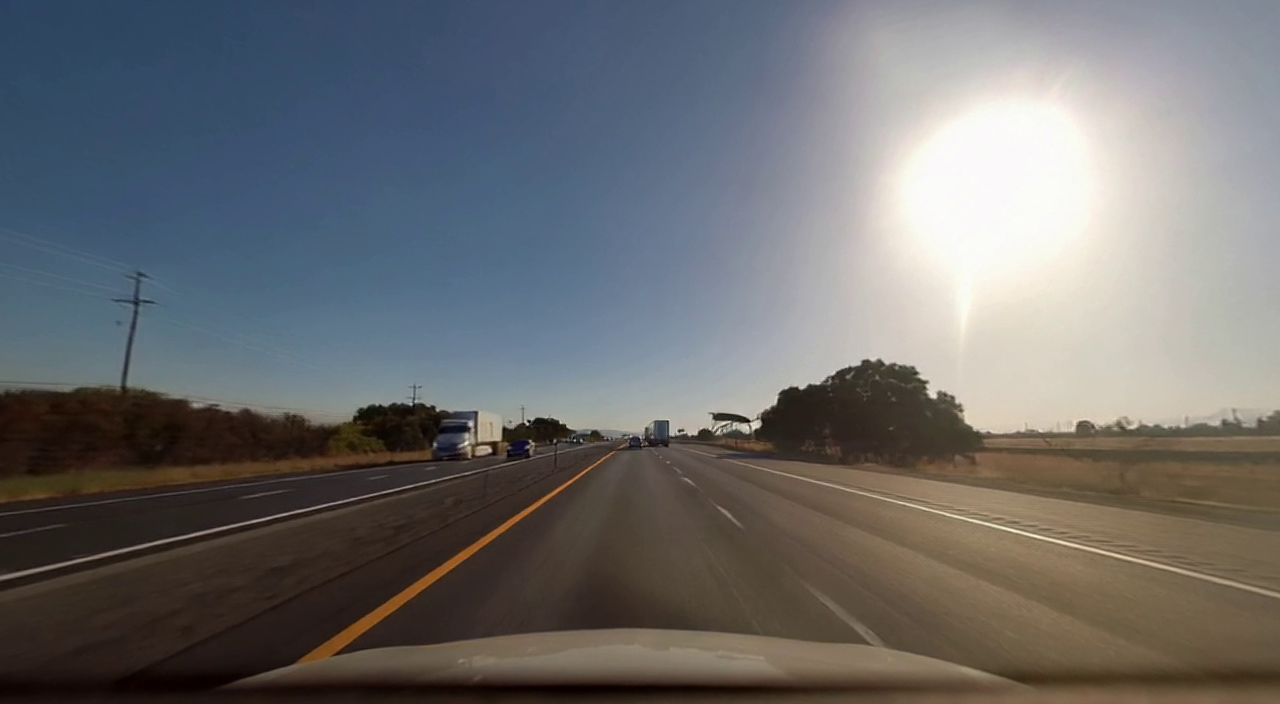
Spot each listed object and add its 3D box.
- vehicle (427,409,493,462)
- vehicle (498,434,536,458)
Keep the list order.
[{"bbox_3d":[-13.542,6.376,48.175,2.653,3.576,8.959,-1,-7,-1],"label":"vehicle"},{"bbox_3d":[-9.433,7.255,48.642,2.058,1.735,4.603,0,-8,0],"label":"vehicle"}]
